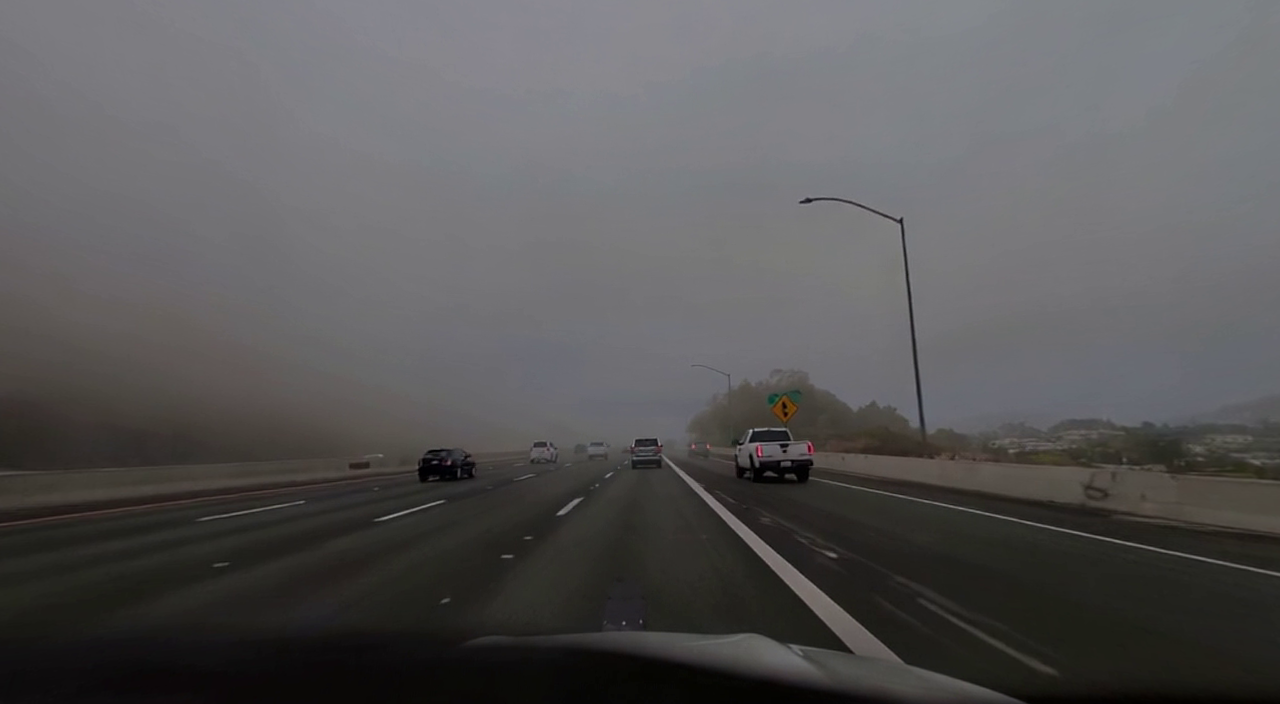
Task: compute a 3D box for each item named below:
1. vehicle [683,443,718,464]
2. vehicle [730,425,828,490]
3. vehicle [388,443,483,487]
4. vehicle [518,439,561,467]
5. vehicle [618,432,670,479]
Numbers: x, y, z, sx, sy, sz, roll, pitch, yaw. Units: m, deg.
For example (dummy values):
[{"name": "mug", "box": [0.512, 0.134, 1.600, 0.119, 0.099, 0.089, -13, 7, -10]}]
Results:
[{"name": "vehicle", "box": [4.306, 7.271, 45.385, 1.998, 1.456, 4.338, 0, -8, -1]}, {"name": "vehicle", "box": [4.372, 3.409, 20.674, 2.029, 1.859, 4.669, 0, -8, -1]}, {"name": "vehicle", "box": [-7.587, 4.216, 23.967, 1.916, 1.482, 4.908, 0, -8, 0]}, {"name": "vehicle", "box": [-6.909, 7.017, 43.990, 2.160, 1.799, 5.001, 0, -8, 0]}, {"name": "vehicle", "box": [0.154, 4.412, 27.102, 2.052, 1.808, 3.898, 0, -8, 0]}]
